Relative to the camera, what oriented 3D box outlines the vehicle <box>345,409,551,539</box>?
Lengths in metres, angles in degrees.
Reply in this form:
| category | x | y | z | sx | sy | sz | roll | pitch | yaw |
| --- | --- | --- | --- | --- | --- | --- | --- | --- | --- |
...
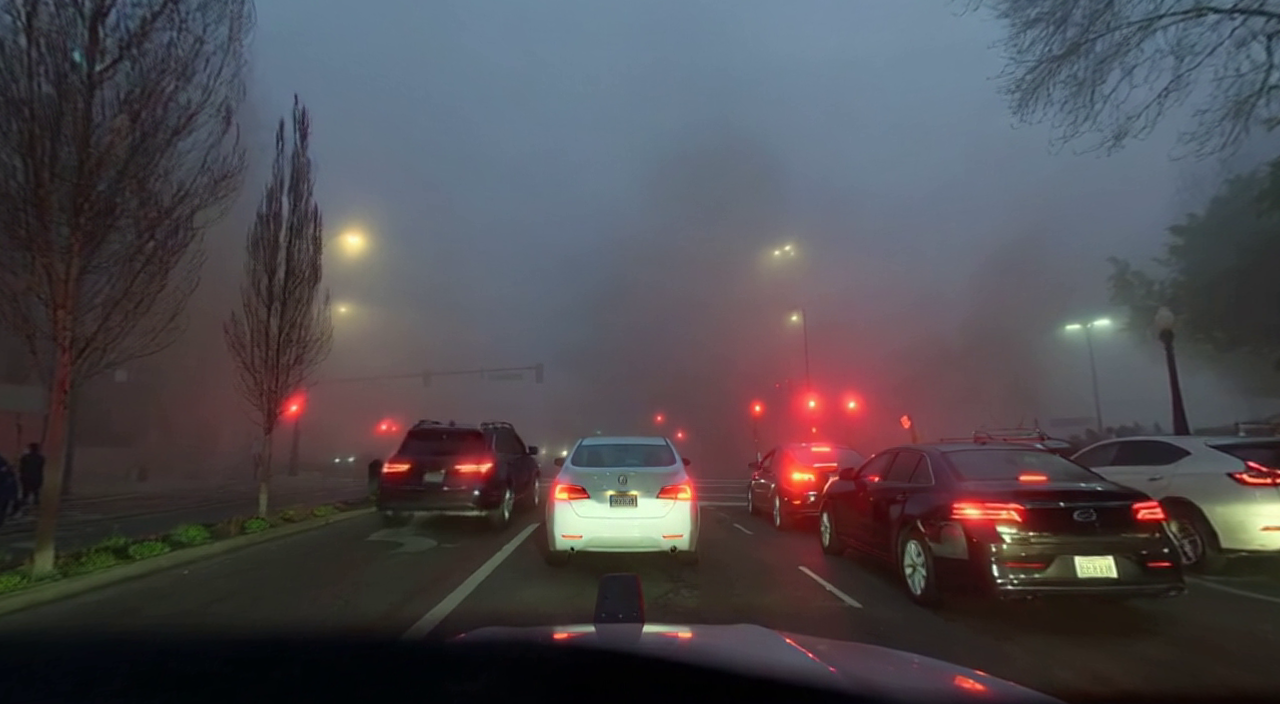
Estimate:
| category | x | y | z | sx | sy | sz | roll | pitch | yaw |
| --- | --- | --- | --- | --- | --- | --- | --- | --- | --- |
| vehicle | -3.105 | 2.127 | 11.603 | 2.223 | 1.840 | 4.919 | 0 | -9 | 0 |

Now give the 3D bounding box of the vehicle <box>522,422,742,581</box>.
| category | x | y | z | sx | sy | sz | roll | pitch | yaw |
| --- | --- | --- | --- | --- | --- | --- | --- | --- | --- |
| vehicle | -0.106 | 1.749 | 8.192 | 2.118 | 1.512 | 4.013 | 0 | -9 | -1 |

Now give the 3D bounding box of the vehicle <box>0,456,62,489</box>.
| category | x | y | z | sx | sy | sz | roll | pitch | yaw |
| --- | --- | --- | --- | --- | --- | --- | --- | --- | --- |
| vehicle | -31.729 | 5.988 | 31.504 | 1.913 | 1.531 | 4.000 | -9 | -12 | 43 |

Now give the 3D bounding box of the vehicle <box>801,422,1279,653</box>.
| category | x | y | z | sx | sy | sz | roll | pitch | yaw |
| --- | --- | --- | --- | --- | --- | --- | --- | --- | --- |
| vehicle | 3.227 | 1.536 | 6.396 | 1.912 | 1.454 | 4.537 | 0 | -9 | -1 |
